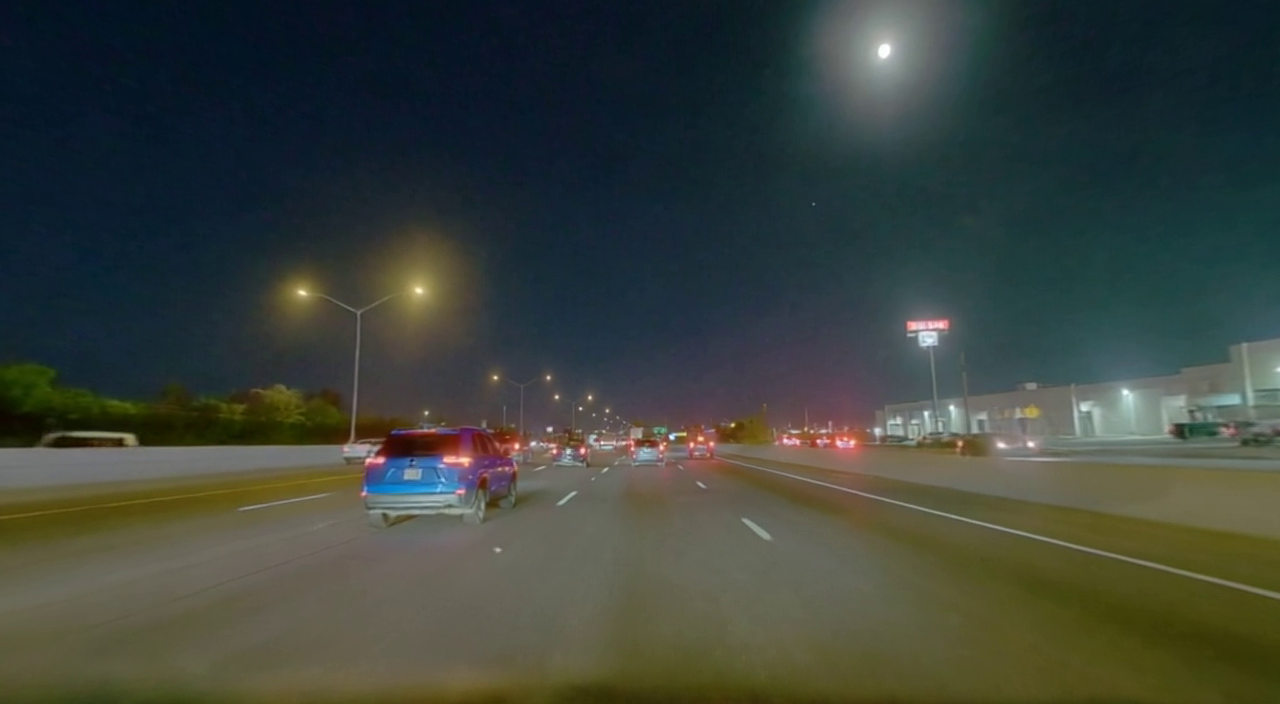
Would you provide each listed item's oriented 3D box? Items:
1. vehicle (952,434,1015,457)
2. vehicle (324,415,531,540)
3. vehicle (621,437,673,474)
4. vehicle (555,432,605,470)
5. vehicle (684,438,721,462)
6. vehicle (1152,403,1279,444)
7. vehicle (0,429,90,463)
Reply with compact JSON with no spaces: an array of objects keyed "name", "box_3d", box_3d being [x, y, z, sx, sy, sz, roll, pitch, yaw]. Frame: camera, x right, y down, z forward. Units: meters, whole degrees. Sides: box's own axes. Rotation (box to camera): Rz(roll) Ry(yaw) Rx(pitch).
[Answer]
[{"name":"vehicle","box_3d":[23.300,6.350,43.010,1.854,1.463,4.371,0,-8,1]},{"name":"vehicle","box_3d":[-3.295,2.046,10.918,1.961,1.687,4.453,0,-8,1]},{"name":"vehicle","box_3d":[0.277,4.449,27.416,2.090,1.474,3.970,0,-8,0]},{"name":"vehicle","box_3d":[-2.943,4.978,31.817,2.007,1.730,4.412,0,-8,1]},{"name":"vehicle","box_3d":[4.150,6.575,42.470,1.980,1.492,4.442,0,-8,-1]},{"name":"vehicle","box_3d":[46.198,5.622,49.169,9.807,3.112,2.892,0,-8,1]},{"name":"vehicle","box_3d":[-27.149,4.246,28.416,1.525,1.404,3.423,-2,-8,2]}]
